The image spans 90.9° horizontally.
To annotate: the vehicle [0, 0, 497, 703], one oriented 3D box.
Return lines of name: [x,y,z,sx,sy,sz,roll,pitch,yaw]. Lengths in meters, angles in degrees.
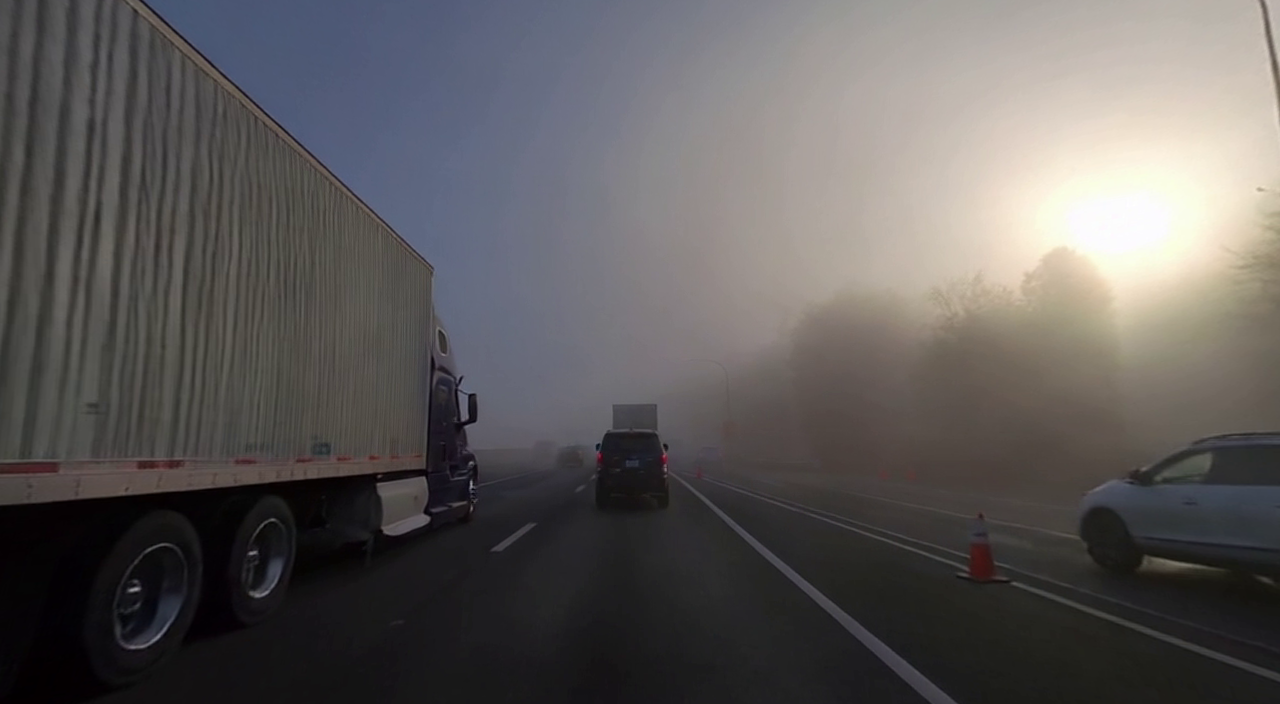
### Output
vehicle: [-3.803,0.287,5.765,2.990,3.885,8.243,0,-9,0]

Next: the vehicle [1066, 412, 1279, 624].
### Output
vehicle: [5.867,1.329,5.222,1.937,1.601,3.798,0,-9,-1]

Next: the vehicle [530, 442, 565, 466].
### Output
vehicle: [-7.085,7.816,48.584,1.950,1.716,4.436,0,-9,1]

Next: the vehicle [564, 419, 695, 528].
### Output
vehicle: [-0.203,2.298,12.439,2.152,1.779,3.924,0,-9,-1]

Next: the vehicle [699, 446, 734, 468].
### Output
vehicle: [5.447,7.568,45.687,1.918,1.479,4.571,0,-9,-1]
